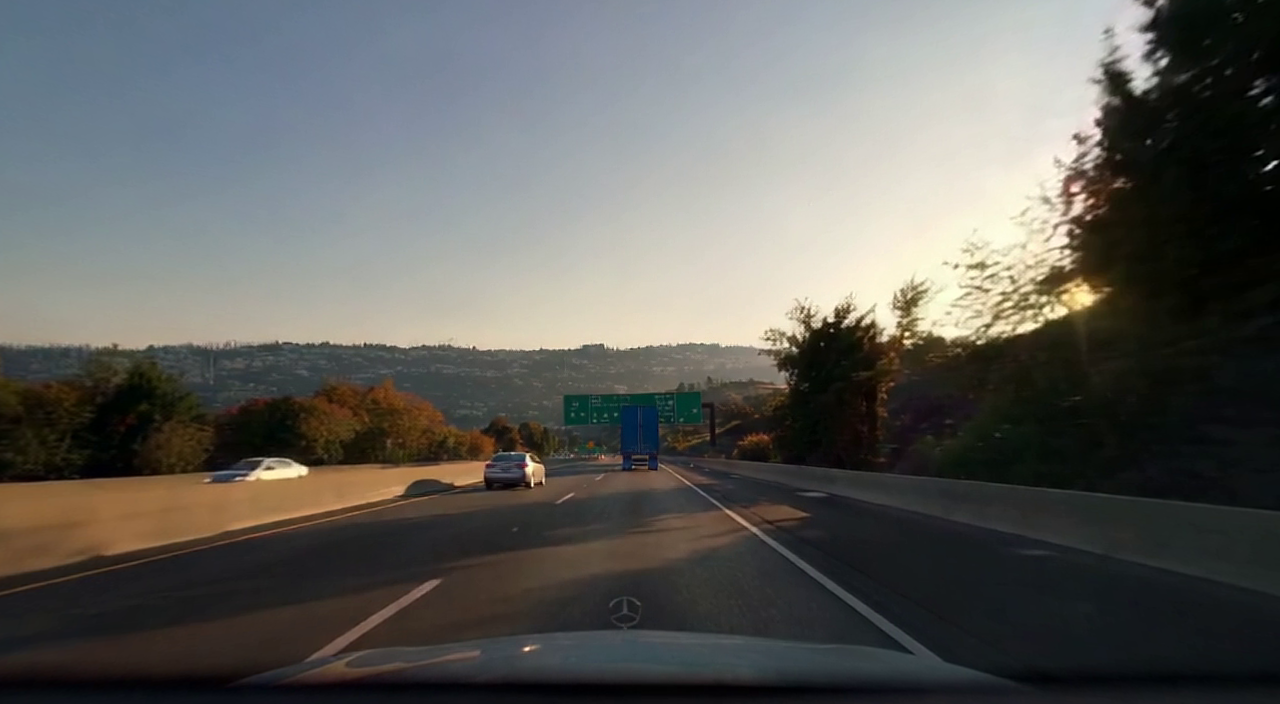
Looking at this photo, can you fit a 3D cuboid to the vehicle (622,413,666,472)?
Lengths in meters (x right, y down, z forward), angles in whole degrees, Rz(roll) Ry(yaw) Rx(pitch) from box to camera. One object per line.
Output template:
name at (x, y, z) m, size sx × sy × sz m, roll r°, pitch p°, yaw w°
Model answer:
vehicle at (0.153, 6.601, 45.624) m, size 2.864 × 3.805 × 9.500 m, roll 0°, pitch -9°, yaw -1°

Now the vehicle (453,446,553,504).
vehicle at (-4.017, 3.693, 19.377) m, size 2.053 × 1.523 × 4.450 m, roll -1°, pitch -9°, yaw 0°

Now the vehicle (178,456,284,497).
vehicle at (-15.971, 4.852, 24.852) m, size 1.781 × 1.417 × 3.527 m, roll 0°, pitch -9°, yaw 0°
